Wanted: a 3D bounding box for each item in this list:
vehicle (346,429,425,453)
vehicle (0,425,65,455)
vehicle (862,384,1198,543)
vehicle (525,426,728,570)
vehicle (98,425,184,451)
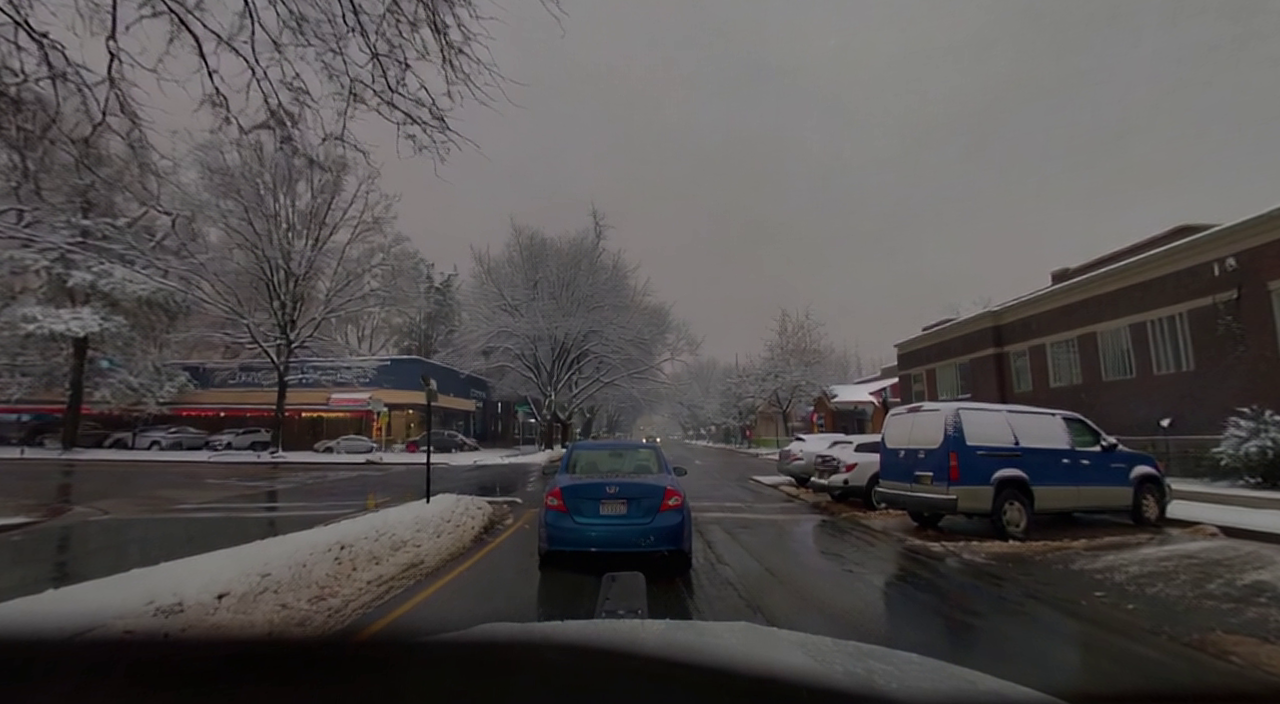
[{"bbox_3d":[-18.455,6.461,45.957,4.892,1.679,1.927,1,-8,-6],"label":"vehicle"},{"bbox_3d":[-31.815,4.394,31.563,4.168,1.458,1.904,0,-8,-2],"label":"vehicle"},{"bbox_3d":[6.654,1.818,10.761,5.385,2.146,2.143,4,-9,-25],"label":"vehicle"},{"bbox_3d":[-0.210,1.829,8.768,2.065,1.450,4.522,0,-8,-2],"label":"vehicle"},{"bbox_3d":[-31.799,5.494,40.304,3.915,1.574,1.850,0,-8,3],"label":"vehicle"}]
